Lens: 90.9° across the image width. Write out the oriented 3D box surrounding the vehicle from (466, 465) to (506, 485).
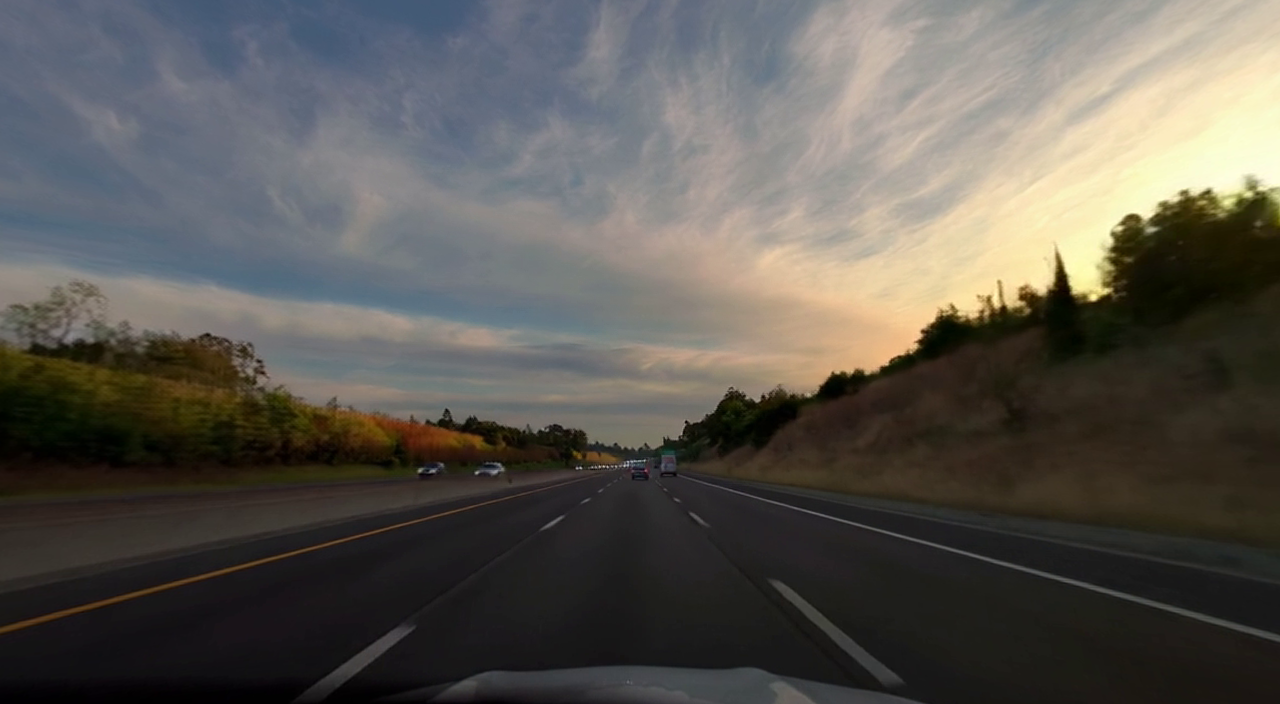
[{"bbox_3d":[-12.107,9.696,49.739,1.885,1.461,4.779,1,-10,0],"label":"vehicle"}]
